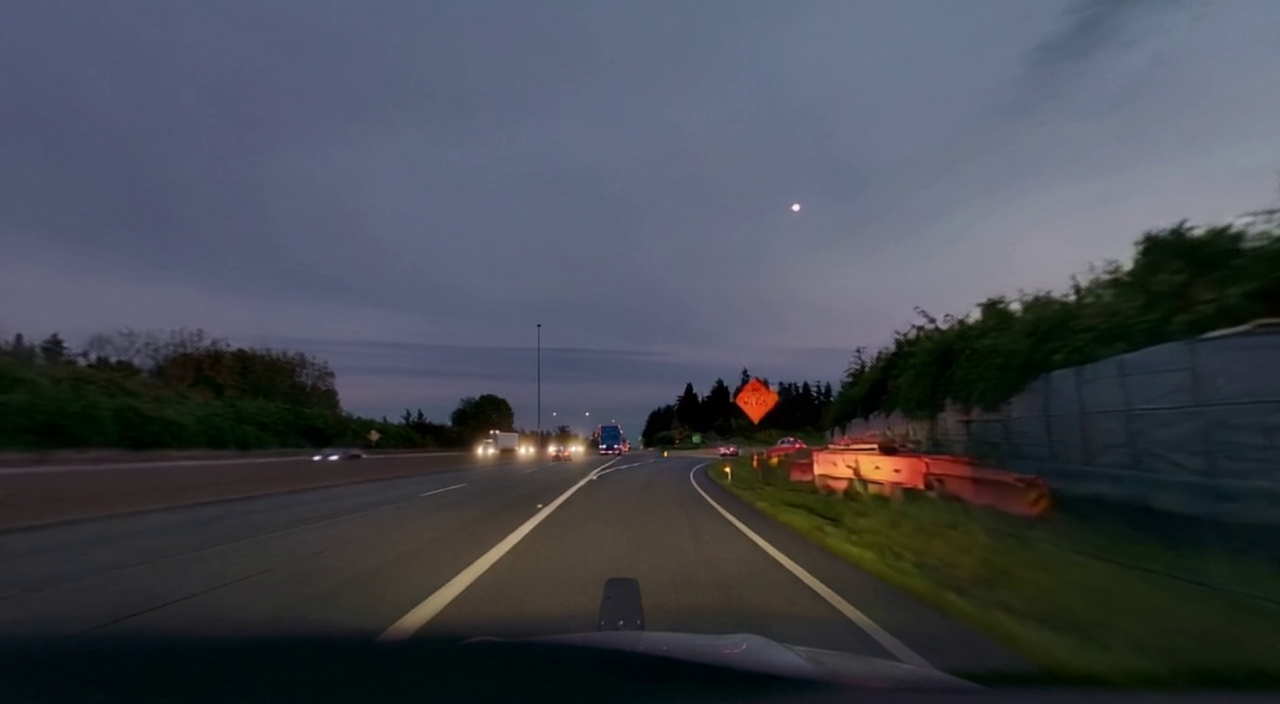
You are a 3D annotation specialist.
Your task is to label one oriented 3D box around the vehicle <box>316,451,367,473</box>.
[{"bbox_3d":[-20.273,7.452,42.983,1.674,1.407,3.588,0,-9,0],"label":"vehicle"}]
